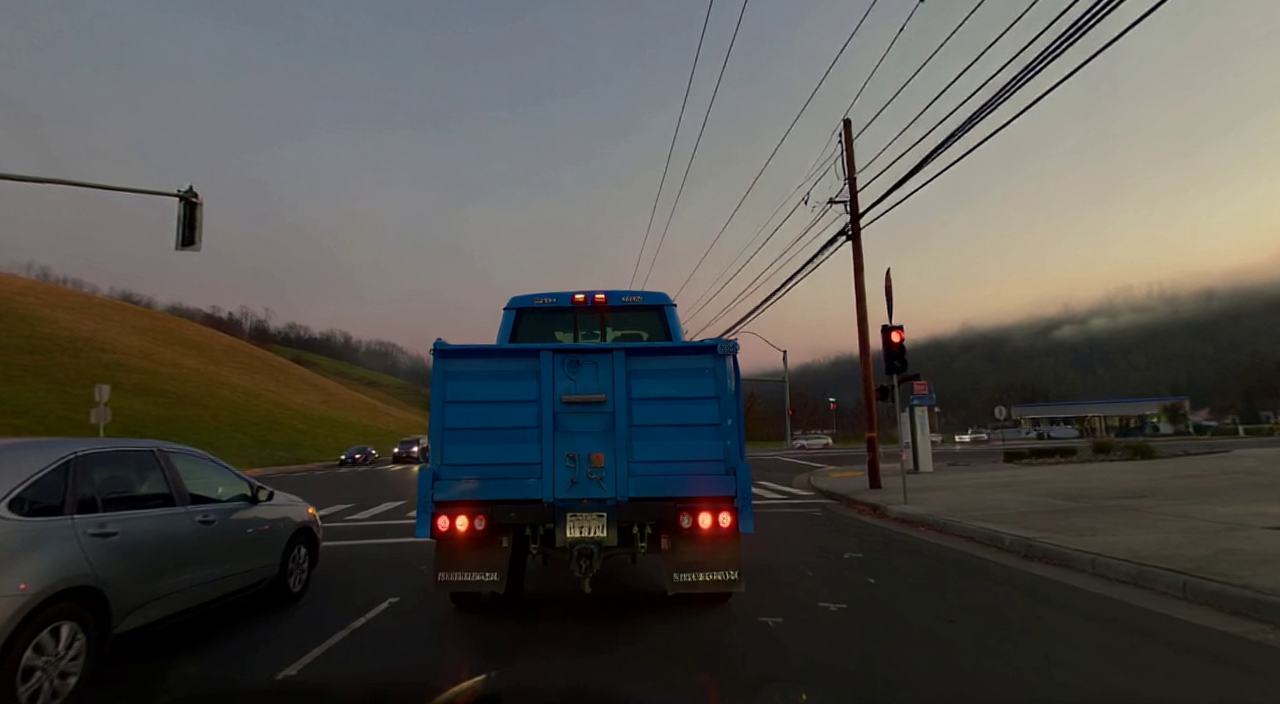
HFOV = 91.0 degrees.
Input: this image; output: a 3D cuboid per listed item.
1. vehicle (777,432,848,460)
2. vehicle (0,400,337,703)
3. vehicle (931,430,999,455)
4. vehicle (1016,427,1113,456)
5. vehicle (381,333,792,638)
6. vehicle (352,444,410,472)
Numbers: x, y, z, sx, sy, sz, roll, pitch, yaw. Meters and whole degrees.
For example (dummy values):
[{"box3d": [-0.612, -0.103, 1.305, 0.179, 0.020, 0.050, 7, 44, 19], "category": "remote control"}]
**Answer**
[{"box3d": [11.702, 6.369, 42.600, 4.975, 1.799, 2.117, 7, -11, -40], "category": "vehicle"}, {"box3d": [-3.963, 1.193, 3.989, 2.017, 1.555, 4.150, -1, -9, 0], "category": "vehicle"}, {"box3d": [24.047, 6.715, 46.515, 5.021, 1.757, 2.012, 5, -10, -30], "category": "vehicle"}, {"box3d": [25.535, 5.398, 37.960, 4.419, 1.496, 1.854, -2, -9, 1], "category": "vehicle"}, {"box3d": [-0.428, 1.328, 7.219, 2.859, 2.144, 5.406, 0, -9, -1], "category": "vehicle"}, {"box3d": [-17.149, 7.016, 41.912, 2.133, 1.690, 4.331, 0, -9, -3], "category": "vehicle"}]
